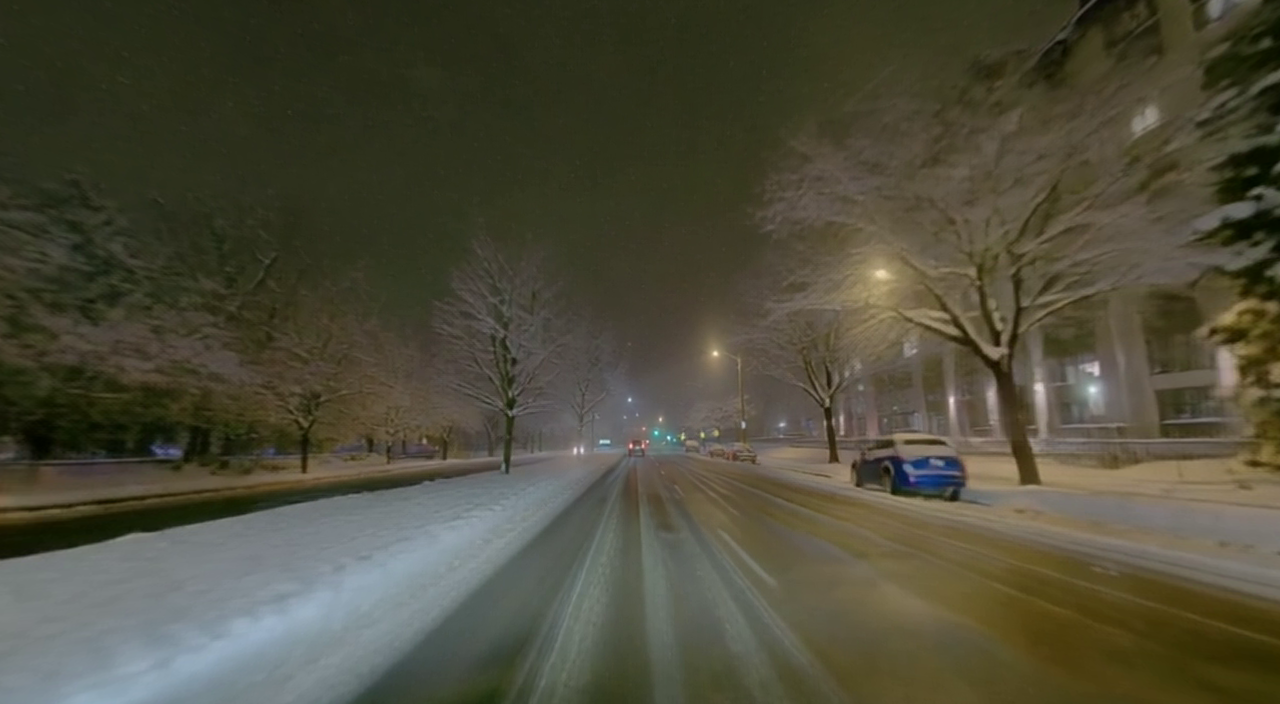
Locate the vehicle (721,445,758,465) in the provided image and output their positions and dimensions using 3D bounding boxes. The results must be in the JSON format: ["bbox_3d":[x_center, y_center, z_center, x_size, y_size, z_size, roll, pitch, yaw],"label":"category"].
[{"bbox_3d":[7.515,7.865,48.291,1.991,1.446,4.685,0,-8,-1],"label":"vehicle"}]

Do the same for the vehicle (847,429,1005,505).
[{"bbox_3d":[7.858,3.198,18.008,2.167,1.848,4.713,0,-8,-1],"label":"vehicle"}]
